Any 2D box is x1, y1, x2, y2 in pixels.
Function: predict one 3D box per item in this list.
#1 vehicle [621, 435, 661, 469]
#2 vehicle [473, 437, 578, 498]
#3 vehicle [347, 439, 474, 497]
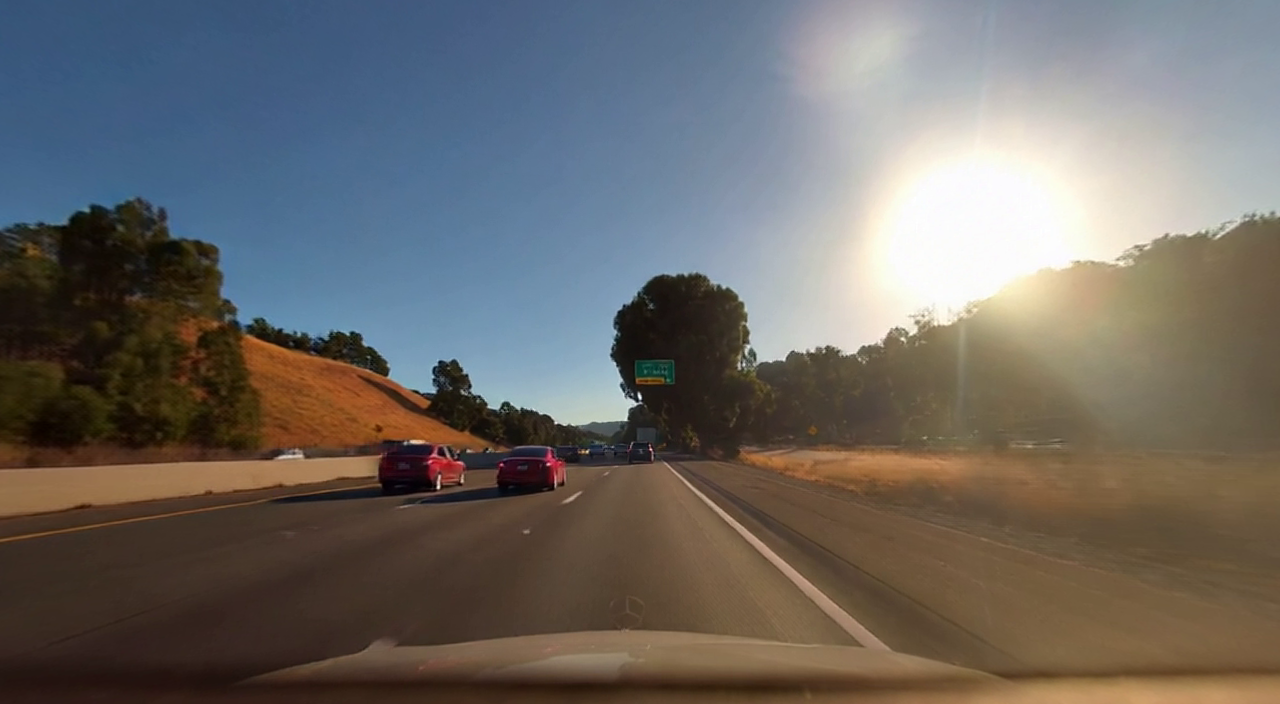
[{"bbox_3d":[0.086,6.188,39.097,2.309,1.915,5.130,0,-8,1],"label":"vehicle"},{"bbox_3d":[-3.295,3.449,19.370,2.139,1.589,5.102,-1,-8,2],"label":"vehicle"},{"bbox_3d":[-6.728,3.438,19.161,2.009,1.519,4.697,0,-8,1],"label":"vehicle"}]
